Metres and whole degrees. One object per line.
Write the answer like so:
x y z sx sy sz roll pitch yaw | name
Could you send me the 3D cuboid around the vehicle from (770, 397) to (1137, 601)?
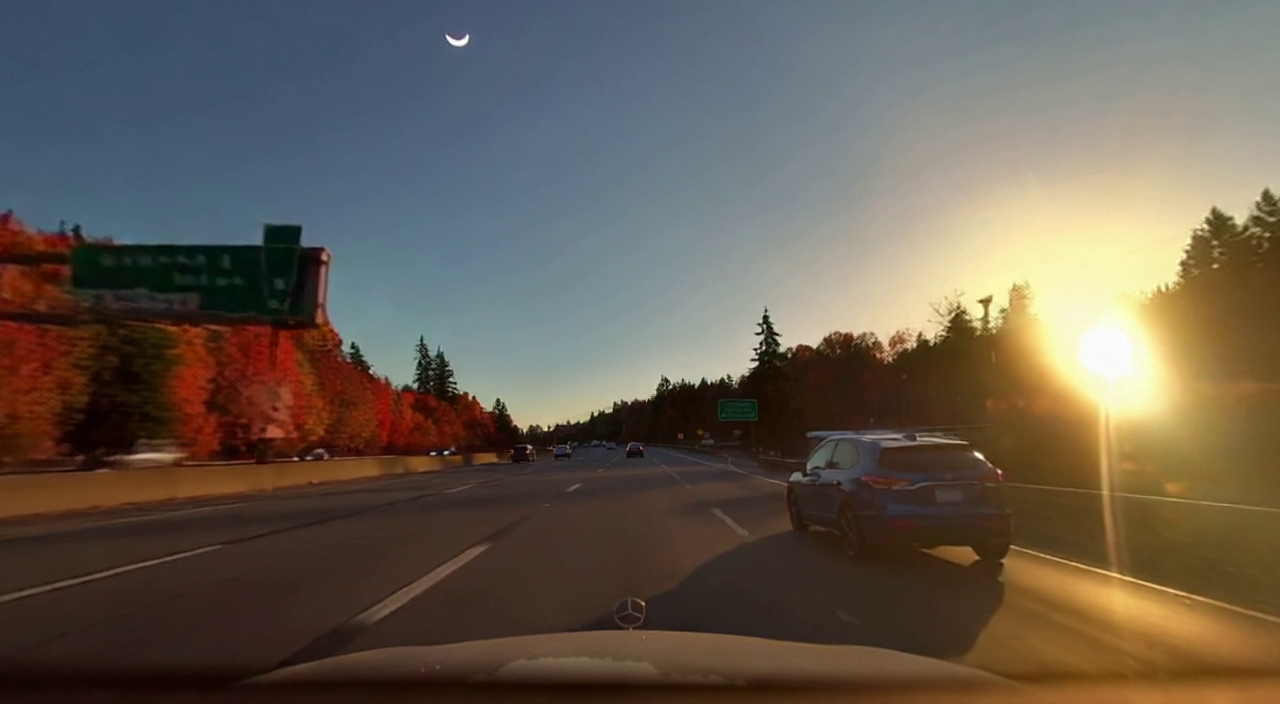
3.091 1.554 7.496 2.120 1.706 4.226 0 -8 -1 | vehicle
